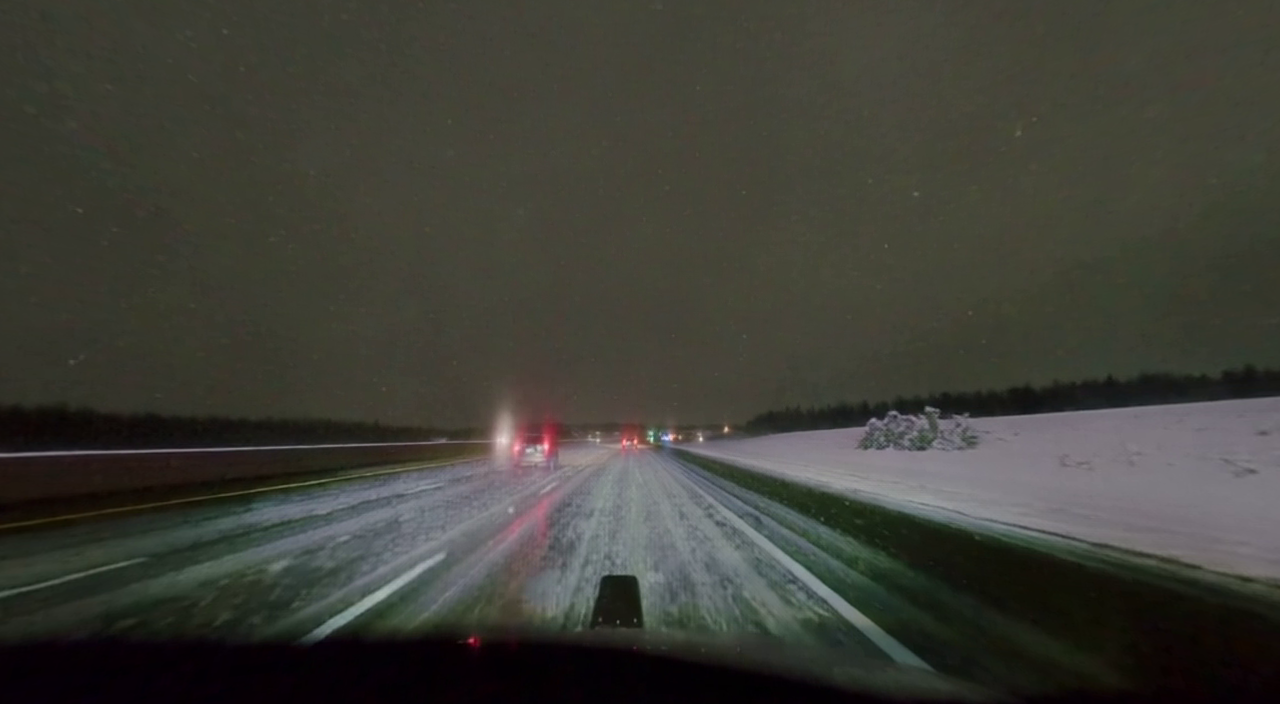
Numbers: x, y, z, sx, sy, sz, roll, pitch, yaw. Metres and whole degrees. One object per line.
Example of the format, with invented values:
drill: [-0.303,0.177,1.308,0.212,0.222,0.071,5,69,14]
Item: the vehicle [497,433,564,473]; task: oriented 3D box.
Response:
vehicle: [-4.721,4.423,27.949,2.129,1.588,4.980,0,-8,0]
